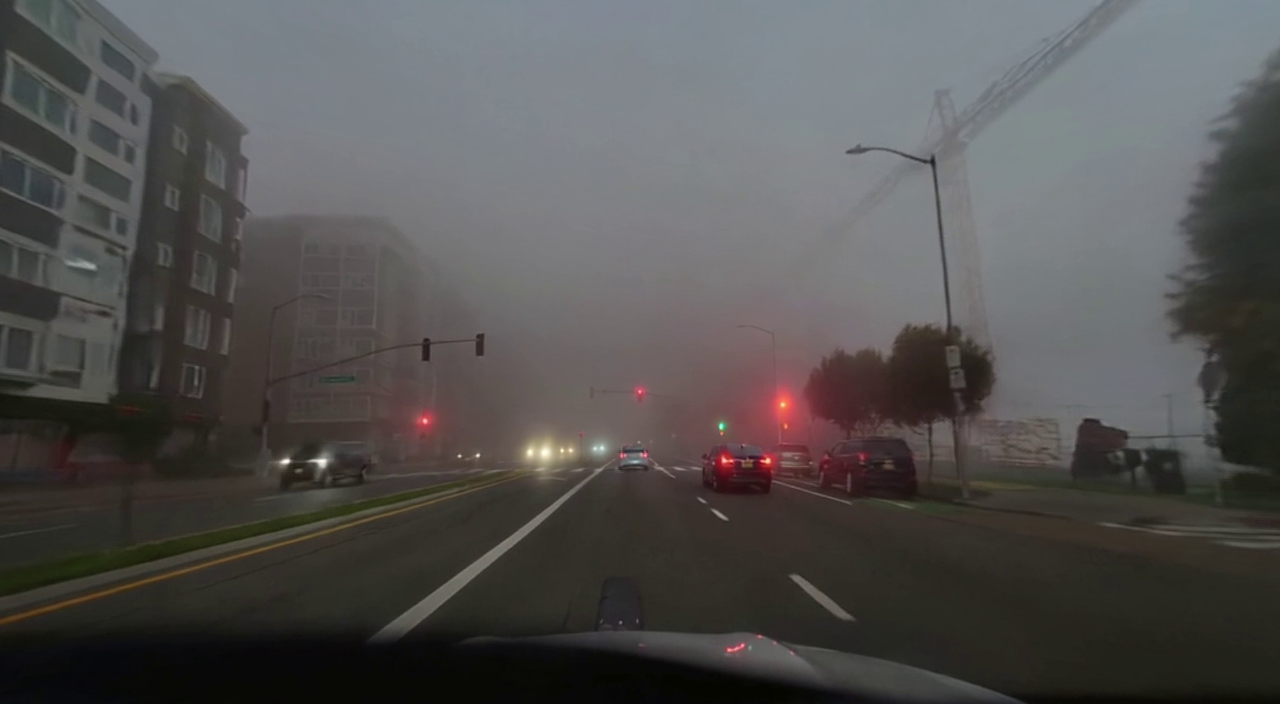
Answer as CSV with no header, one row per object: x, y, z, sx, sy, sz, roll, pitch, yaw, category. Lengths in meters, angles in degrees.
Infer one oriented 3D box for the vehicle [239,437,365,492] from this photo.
-11.912,3.980,22.732,1.975,1.714,4.638,0,-8,0,vehicle

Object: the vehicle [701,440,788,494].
3.082,3.469,19.478,1.910,1.474,4.003,0,-8,-2,vehicle

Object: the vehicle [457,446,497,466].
-12.715,8.103,49.500,1.943,1.473,4.463,0,-8,1,vehicle

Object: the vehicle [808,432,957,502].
7.276,3.519,19.809,2.317,1.852,5.530,0,-9,-2,vehicle

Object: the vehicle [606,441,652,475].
-0.519,4.962,29.697,2.006,1.487,3.535,0,-8,-1,vehicle
